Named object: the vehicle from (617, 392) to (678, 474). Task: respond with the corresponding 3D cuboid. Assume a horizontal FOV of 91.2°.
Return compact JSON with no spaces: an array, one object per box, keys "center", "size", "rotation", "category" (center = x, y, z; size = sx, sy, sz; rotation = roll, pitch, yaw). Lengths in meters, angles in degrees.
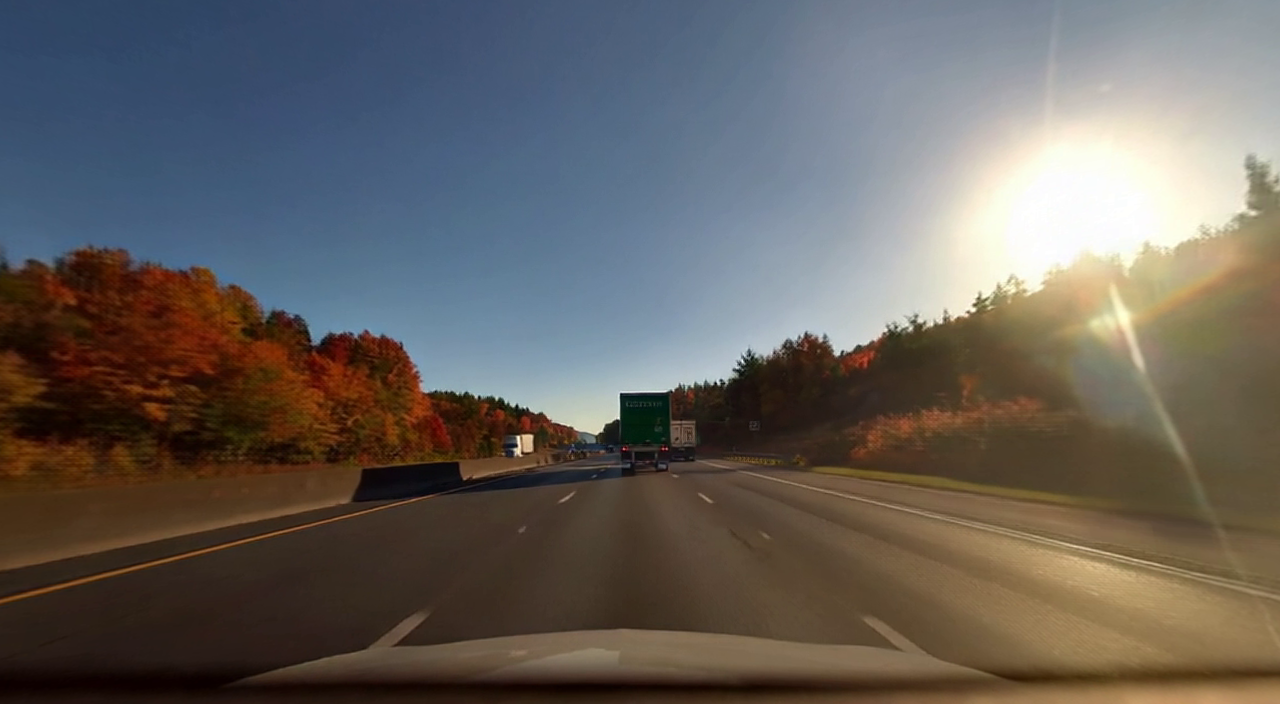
[{"center":[0.356,4.833,36.653],"size":[3.057,4.073,10.792],"rotation":[0,-9,0],"category":"vehicle"}]
